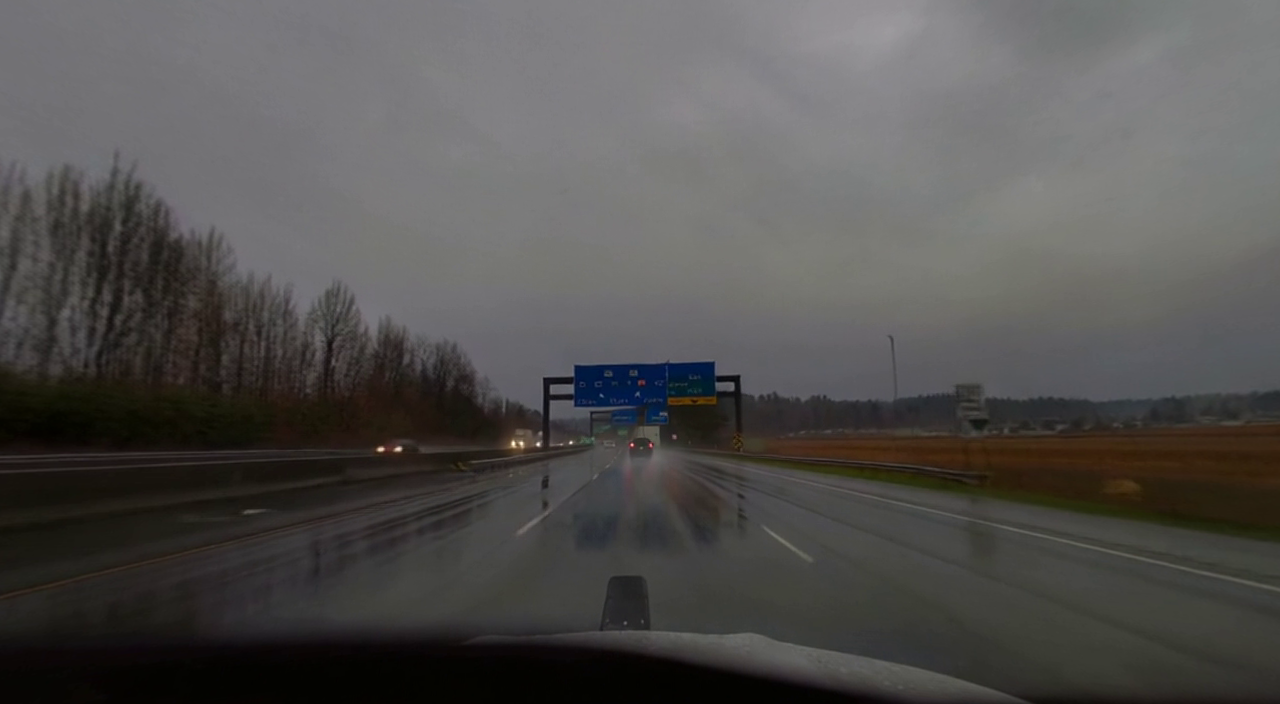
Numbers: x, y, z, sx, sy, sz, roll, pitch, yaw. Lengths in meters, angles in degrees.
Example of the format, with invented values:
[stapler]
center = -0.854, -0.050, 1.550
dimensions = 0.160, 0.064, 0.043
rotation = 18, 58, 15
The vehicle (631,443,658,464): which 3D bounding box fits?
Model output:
[vehicle]
center = 0.308, 7.293, 45.175
dimensions = 1.859, 1.478, 3.799
rotation = 0, -8, 0
